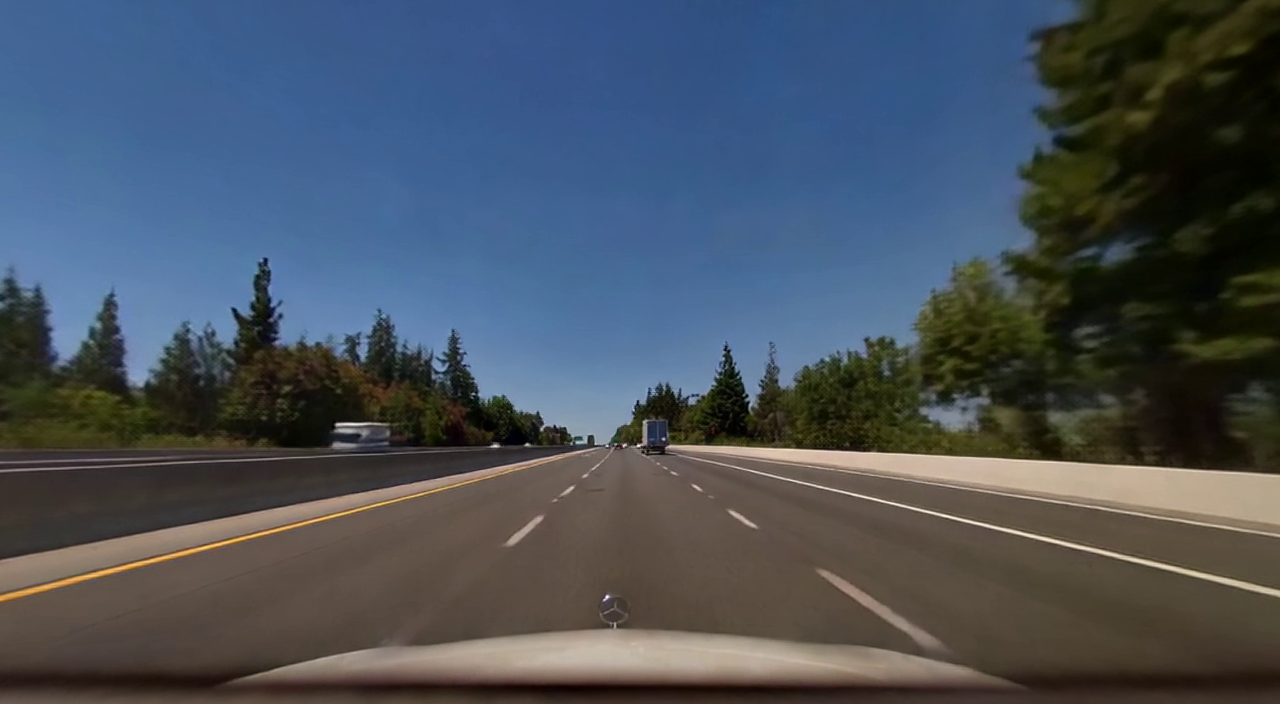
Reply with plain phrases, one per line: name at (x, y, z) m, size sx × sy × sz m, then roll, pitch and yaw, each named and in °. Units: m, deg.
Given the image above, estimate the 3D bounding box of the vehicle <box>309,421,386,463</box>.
vehicle at (-22.140, 6.875, 48.046) m, size 2.695 × 2.900 × 6.894 m, roll 0°, pitch -8°, yaw -2°
